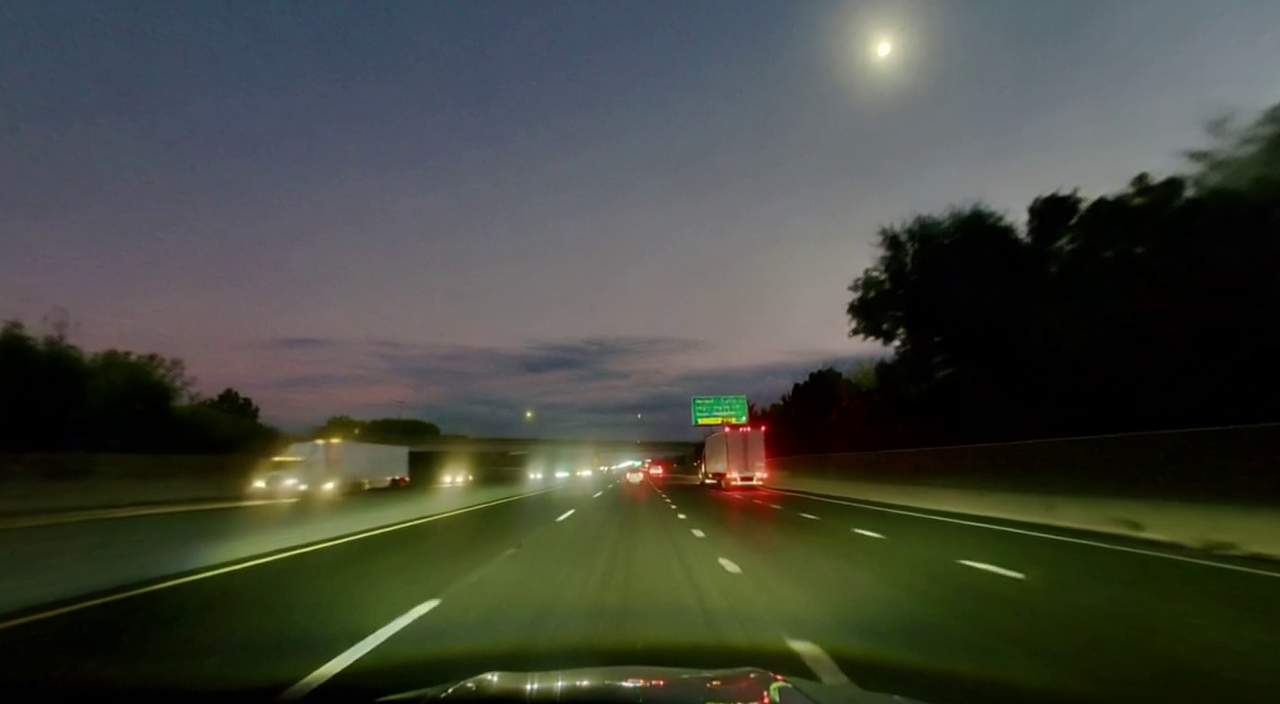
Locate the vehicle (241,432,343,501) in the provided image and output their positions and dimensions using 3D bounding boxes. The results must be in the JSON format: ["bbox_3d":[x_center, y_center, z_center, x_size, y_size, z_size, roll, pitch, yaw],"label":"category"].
[{"bbox_3d":[-22.591,7.520,41.409,2.988,4.124,6.101,1,-10,0],"label":"vehicle"}]

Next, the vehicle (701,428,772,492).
[{"bbox_3d":[6.869,8.183,47.300,2.926,4.073,13.836,1,-10,-1],"label":"vehicle"}]

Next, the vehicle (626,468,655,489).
[{"bbox_3d":[-0.008,9.238,46.232,2.029,1.459,3.684,1,-10,-1],"label":"vehicle"}]
